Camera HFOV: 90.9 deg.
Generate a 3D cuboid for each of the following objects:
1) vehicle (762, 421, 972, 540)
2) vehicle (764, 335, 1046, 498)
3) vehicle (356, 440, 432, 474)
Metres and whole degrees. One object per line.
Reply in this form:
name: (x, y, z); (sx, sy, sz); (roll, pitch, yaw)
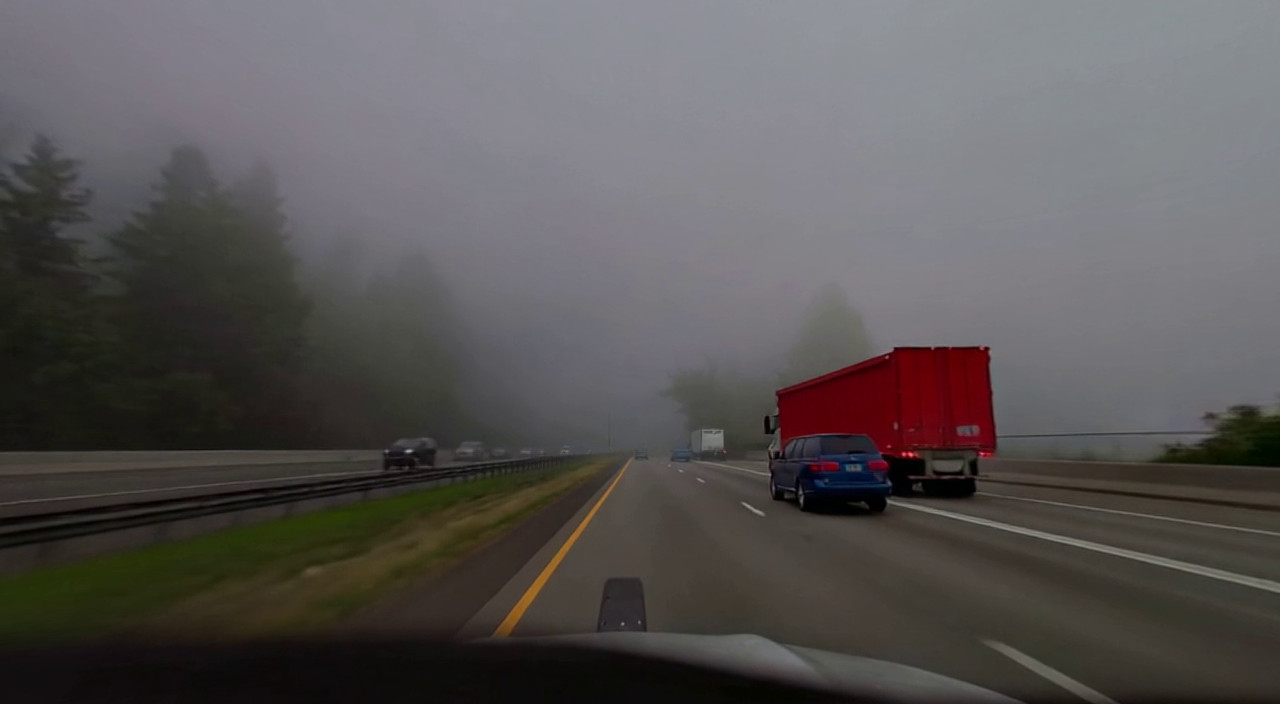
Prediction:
vehicle: (3.604, 2.138, 11.001); (2.022, 1.658, 4.132); (0, -9, -1)
vehicle: (8.112, 2.852, 23.875); (3.441, 4.016, 16.812); (0, -9, 0)
vehicle: (-13.372, 5.730, 34.629); (2.019, 1.690, 5.126); (0, -9, 1)
